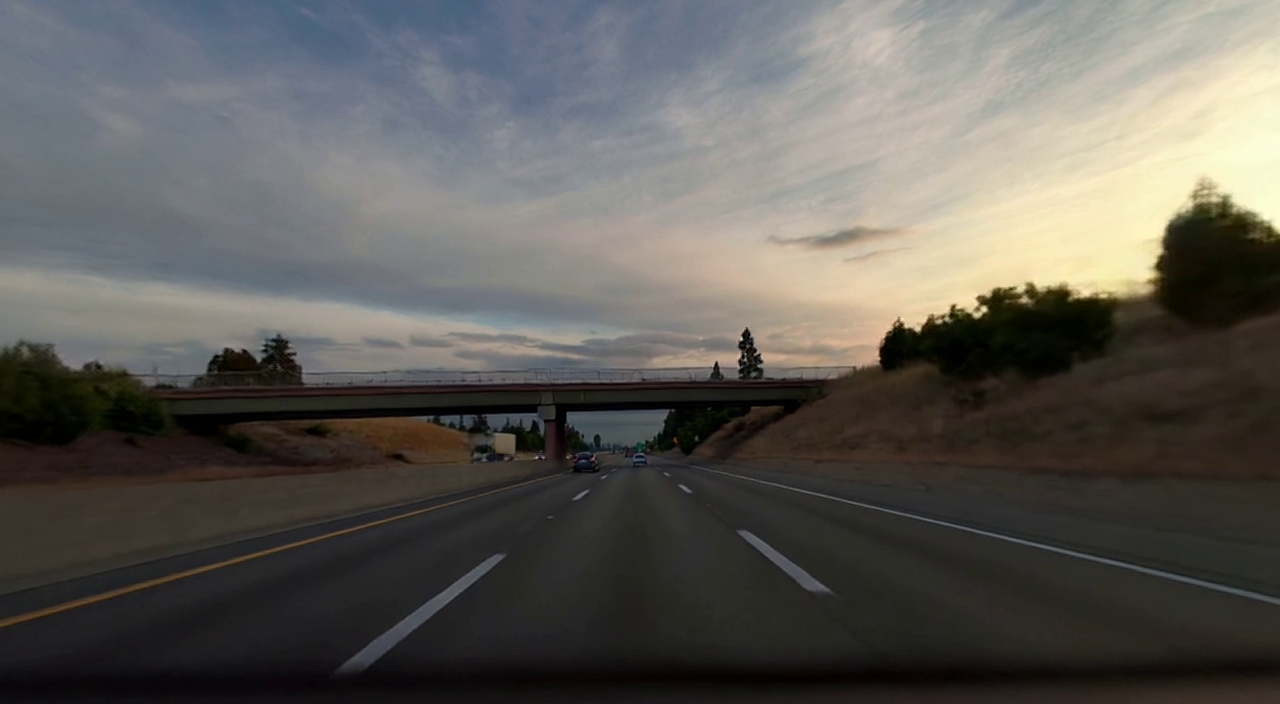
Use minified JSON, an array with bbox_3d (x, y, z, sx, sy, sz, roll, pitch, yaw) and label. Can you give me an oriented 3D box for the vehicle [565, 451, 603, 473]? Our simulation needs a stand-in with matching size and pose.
[{"bbox_3d":[-3.858,7.642,44.053,2.293,1.462,4.452,0,-9,0],"label":"vehicle"}]
